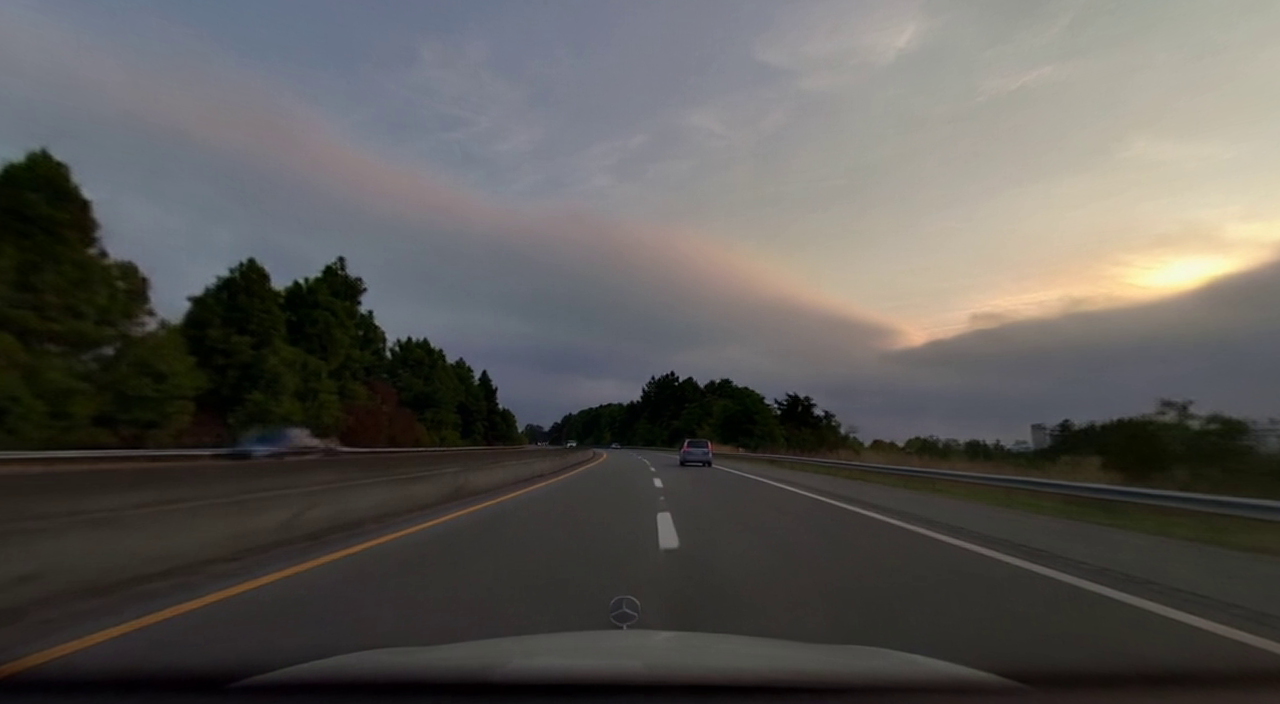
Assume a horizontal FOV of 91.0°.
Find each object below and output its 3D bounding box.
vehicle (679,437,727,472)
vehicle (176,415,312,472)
[{"bbox_3d":[3.301,5.431,33.676,2.079,1.729,4.380,0,-8,0],"label":"vehicle"},{"bbox_3d":[-14.775,3.464,23.889,2.054,1.939,4.675,0,-8,1],"label":"vehicle"}]
